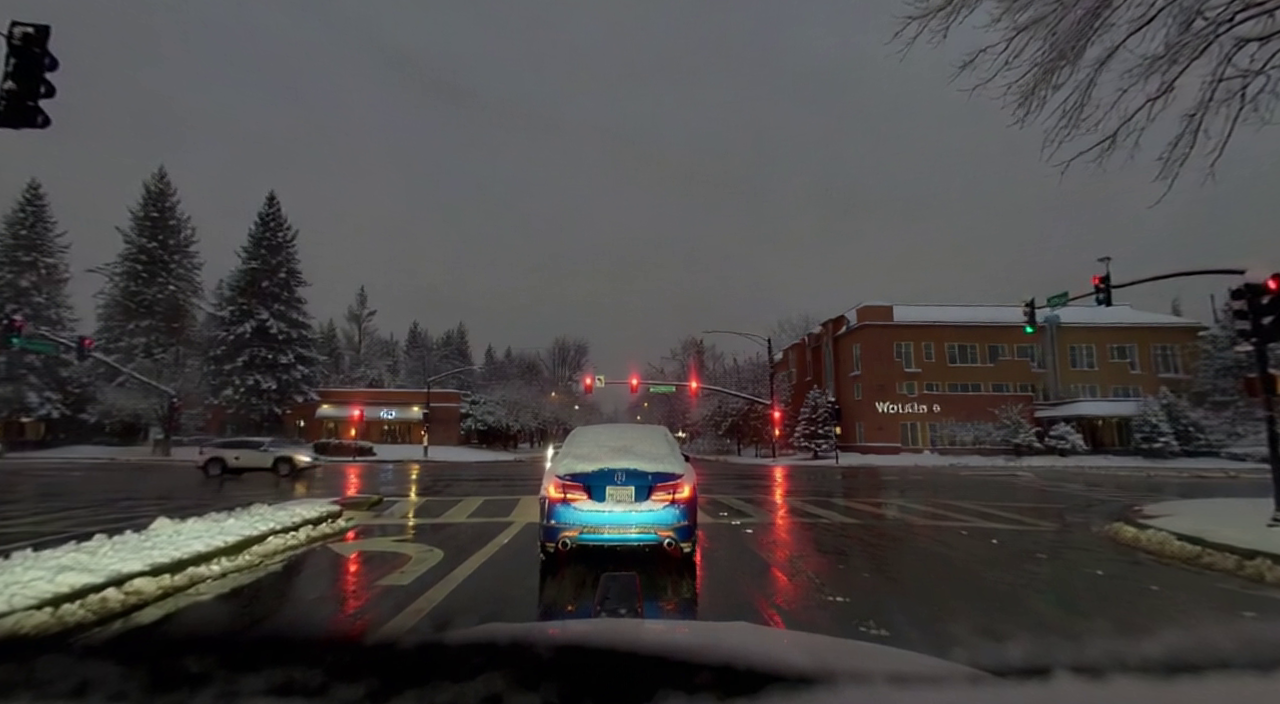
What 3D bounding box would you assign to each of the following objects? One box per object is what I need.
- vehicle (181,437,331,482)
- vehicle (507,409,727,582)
[{"bbox_3d":[-15.941,4.474,26.432,4.912,1.731,2.022,0,-9,-1],"label":"vehicle"},{"bbox_3d":[-0.244,1.646,7.997,2.066,1.618,3.922,0,-9,-1],"label":"vehicle"}]
